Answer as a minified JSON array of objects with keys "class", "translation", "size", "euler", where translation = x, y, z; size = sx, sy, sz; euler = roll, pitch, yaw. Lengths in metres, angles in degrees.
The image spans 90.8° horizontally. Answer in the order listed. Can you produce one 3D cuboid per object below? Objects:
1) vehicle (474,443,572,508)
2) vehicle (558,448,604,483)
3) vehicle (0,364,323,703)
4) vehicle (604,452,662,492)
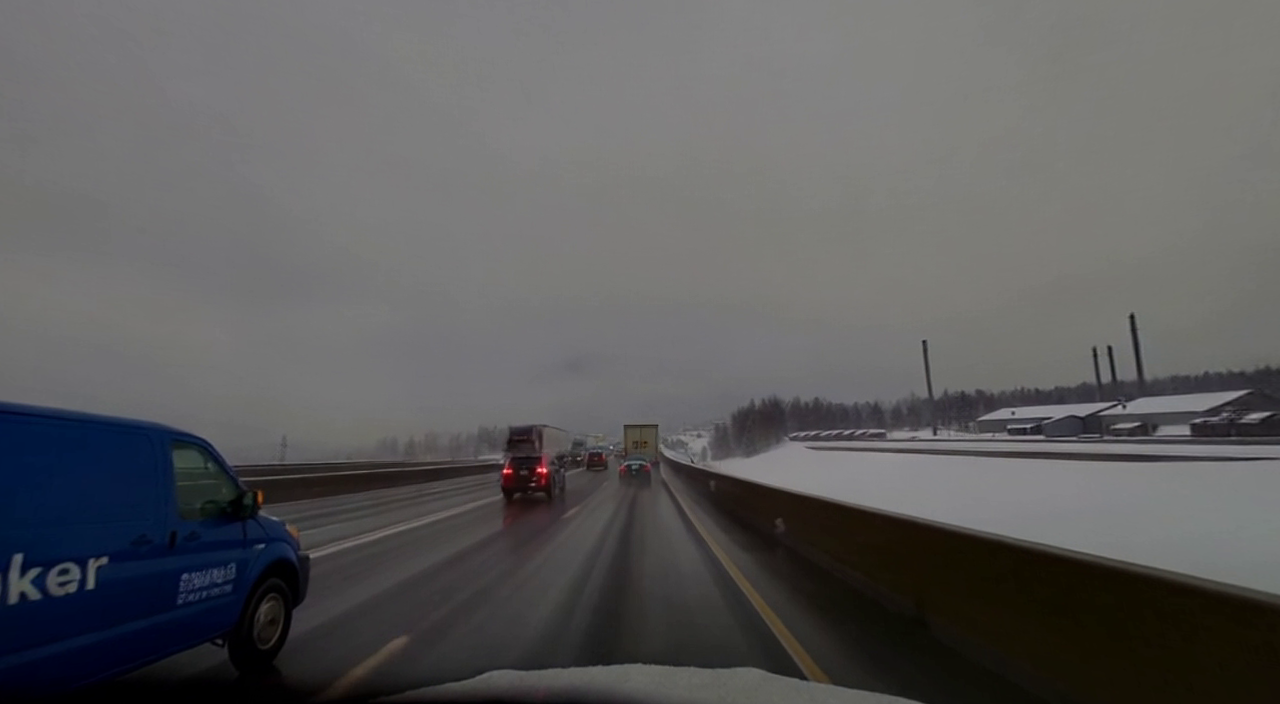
[{"class":"vehicle","translation":[-3.185,3.457,18.067],"size":[1.937,1.600,4.141],"euler":[-1,-9,1]},{"class":"vehicle","translation":[-3.022,5.925,33.167],"size":[1.994,1.663,4.047],"euler":[-1,-9,1]},{"class":"vehicle","translation":[-3.234,0.870,1.945],"size":[2.117,1.688,4.582],"euler":[0,-9,0]},{"class":"vehicle","translation":[-0.253,4.641,24.796],"size":[2.095,1.393,3.908],"euler":[0,-9,0]}]
